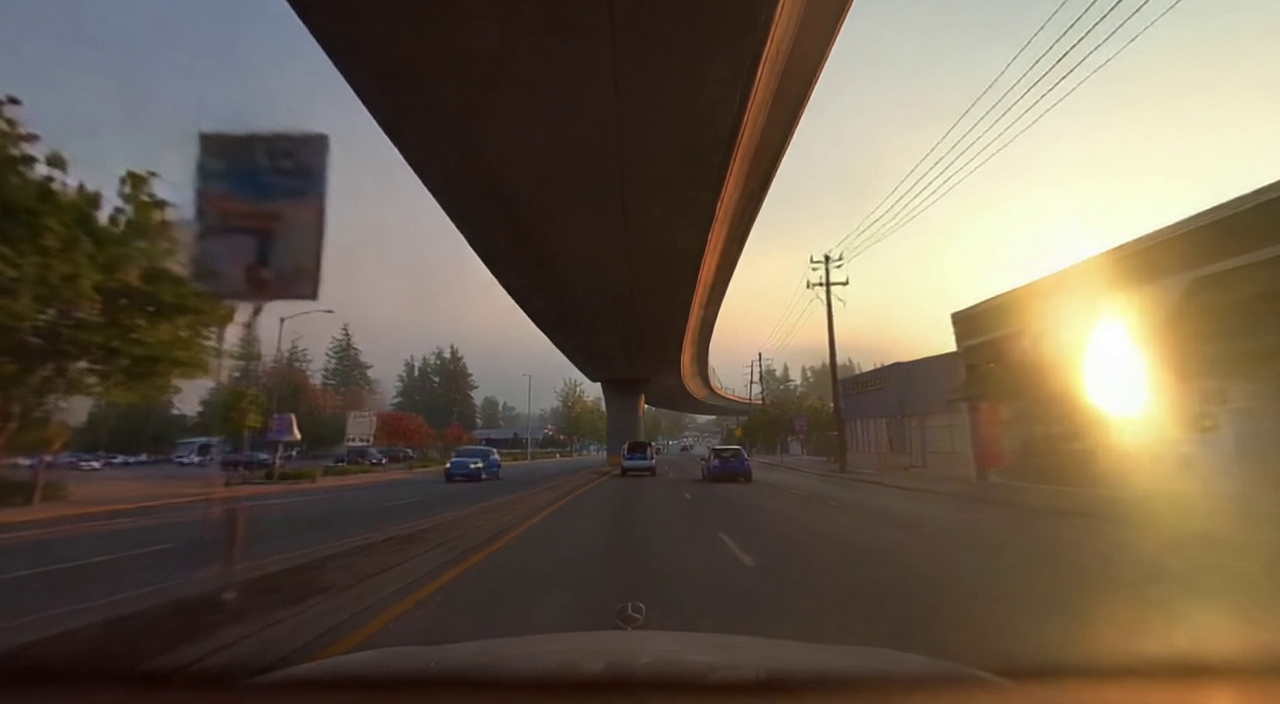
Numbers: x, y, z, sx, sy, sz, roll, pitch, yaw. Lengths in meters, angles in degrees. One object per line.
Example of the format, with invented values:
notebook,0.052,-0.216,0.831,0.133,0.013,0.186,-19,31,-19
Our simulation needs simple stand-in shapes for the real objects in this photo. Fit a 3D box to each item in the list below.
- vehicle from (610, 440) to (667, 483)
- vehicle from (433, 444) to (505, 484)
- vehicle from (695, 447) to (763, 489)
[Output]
vehicle,-0.017,5.001,28.952,2.441,1.813,4.581,0,-9,1
vehicle,-8.353,5.502,31.284,2.137,1.811,4.549,-1,-9,2
vehicle,3.384,4.509,24.800,1.954,1.479,4.557,0,-9,-1
